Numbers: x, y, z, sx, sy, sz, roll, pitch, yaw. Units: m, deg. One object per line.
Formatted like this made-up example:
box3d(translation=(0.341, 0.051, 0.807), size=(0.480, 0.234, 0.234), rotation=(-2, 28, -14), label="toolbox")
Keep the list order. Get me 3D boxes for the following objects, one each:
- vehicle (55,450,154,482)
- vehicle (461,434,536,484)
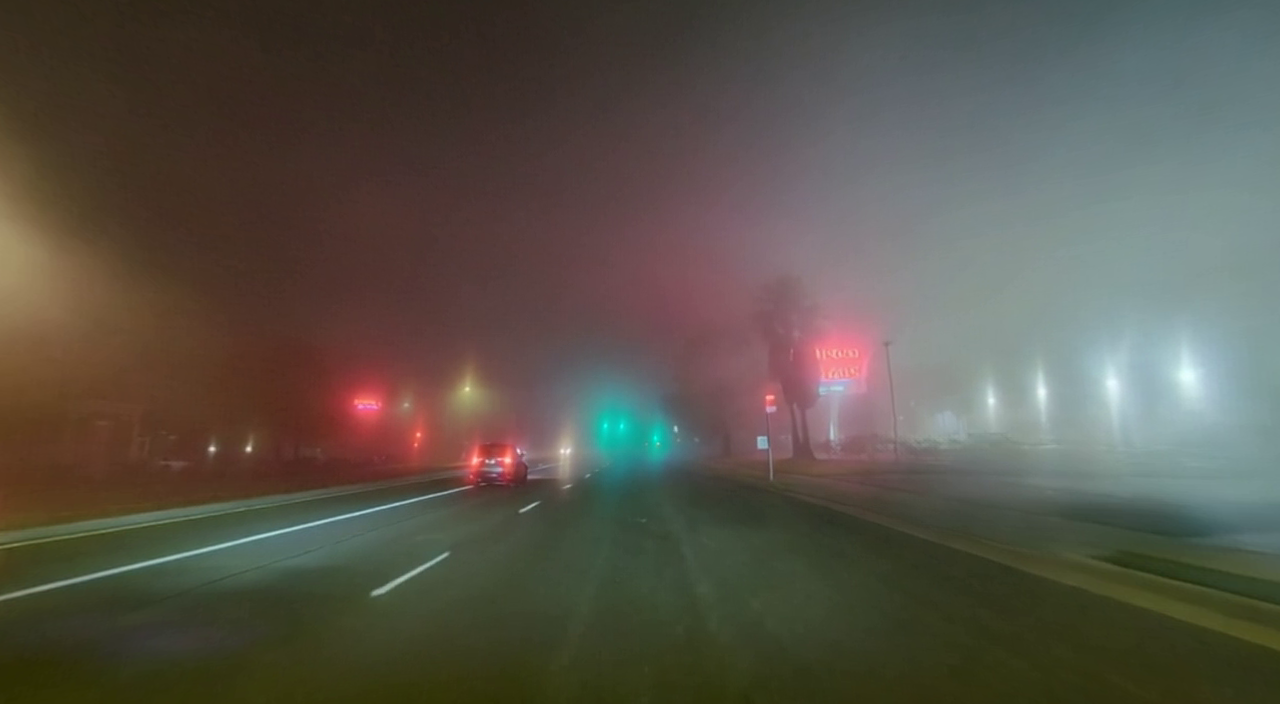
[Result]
box3d(translation=(-34.401, 7.276, 40.479), size=(4.863, 1.903, 2.481), rotation=(-3, -9, 18), label="vehicle")
box3d(translation=(-5.661, 4.339, 25.770), size=(2.136, 1.844, 4.363), rotation=(0, -8, -2), label="vehicle")
